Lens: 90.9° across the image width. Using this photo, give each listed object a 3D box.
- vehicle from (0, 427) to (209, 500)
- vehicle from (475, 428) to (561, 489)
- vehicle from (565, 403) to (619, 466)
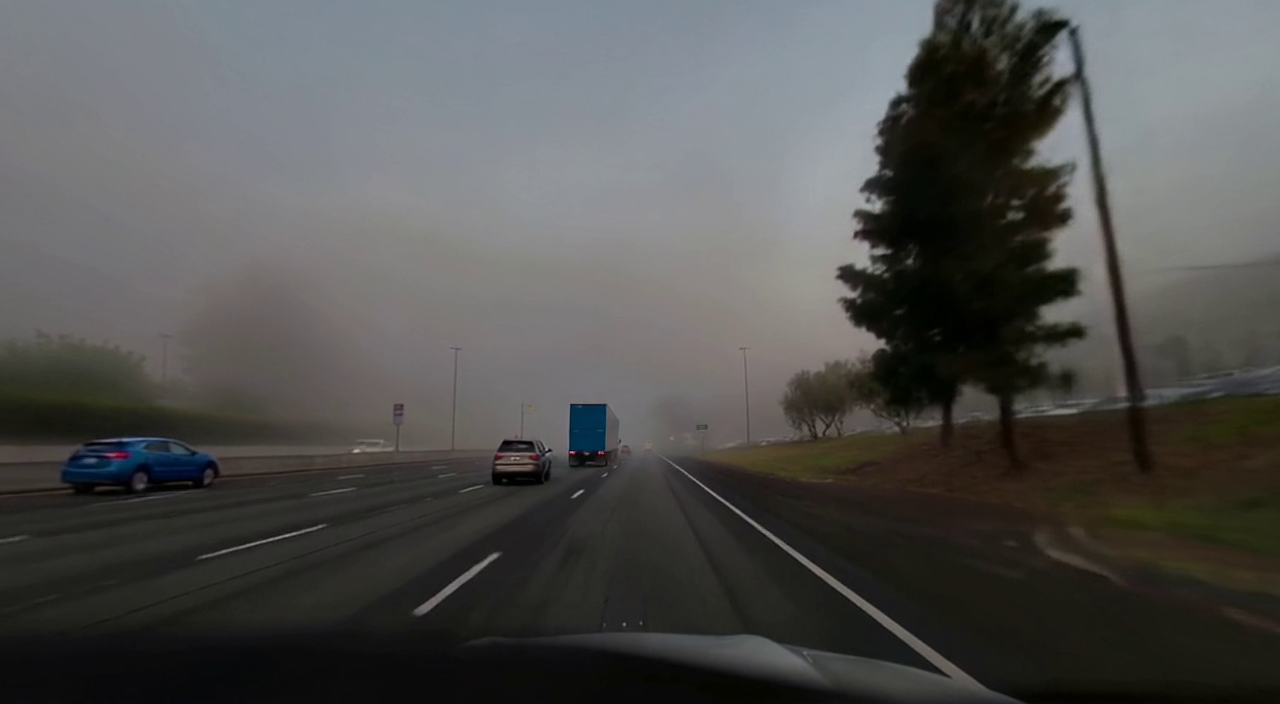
[{"bbox_3d":[-14.349,2.953,17.150,1.997,1.695,4.492,0,-8,1],"label":"vehicle"},{"bbox_3d":[-4.015,3.579,21.616,2.058,1.840,4.443,0,-8,0],"label":"vehicle"},{"bbox_3d":[-3.318,6.268,47.343,2.905,4.037,12.921,0,-8,1],"label":"vehicle"}]
